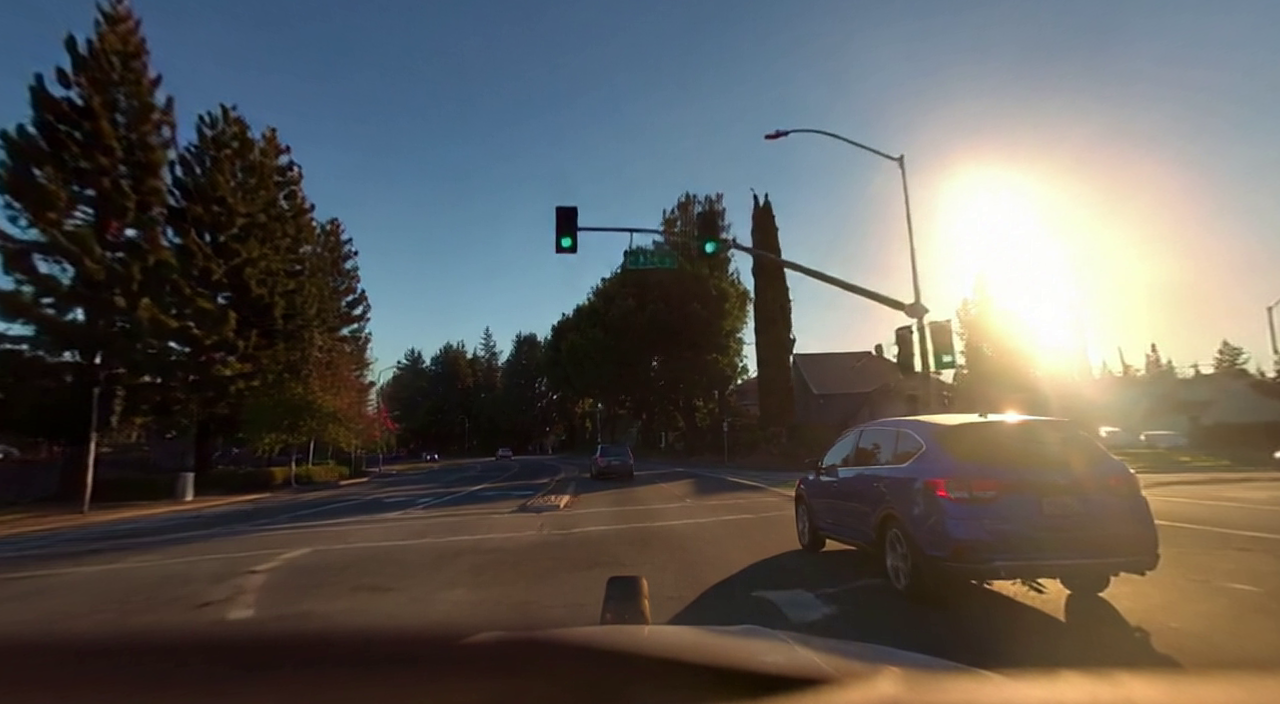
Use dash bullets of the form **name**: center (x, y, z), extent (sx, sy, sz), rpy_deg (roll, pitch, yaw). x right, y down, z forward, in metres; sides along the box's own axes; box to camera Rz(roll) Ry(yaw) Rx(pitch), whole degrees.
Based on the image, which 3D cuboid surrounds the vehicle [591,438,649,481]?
- **vehicle**: center (-1.033, 4.936, 29.275), extent (2.185, 1.822, 4.583), rpy_deg (1, -8, -8)

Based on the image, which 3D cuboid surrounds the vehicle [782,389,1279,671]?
- **vehicle**: center (2.987, 1.396, 6.171), extent (2.024, 1.686, 4.588), rpy_deg (0, -8, -1)
